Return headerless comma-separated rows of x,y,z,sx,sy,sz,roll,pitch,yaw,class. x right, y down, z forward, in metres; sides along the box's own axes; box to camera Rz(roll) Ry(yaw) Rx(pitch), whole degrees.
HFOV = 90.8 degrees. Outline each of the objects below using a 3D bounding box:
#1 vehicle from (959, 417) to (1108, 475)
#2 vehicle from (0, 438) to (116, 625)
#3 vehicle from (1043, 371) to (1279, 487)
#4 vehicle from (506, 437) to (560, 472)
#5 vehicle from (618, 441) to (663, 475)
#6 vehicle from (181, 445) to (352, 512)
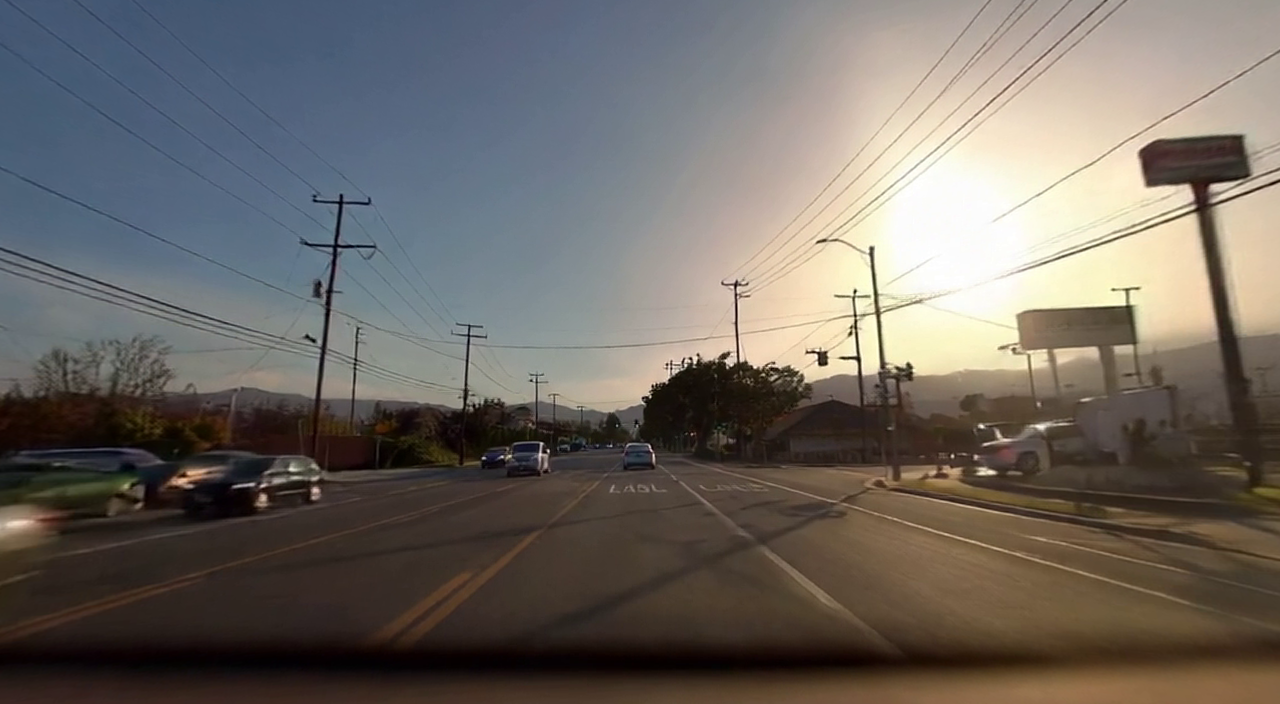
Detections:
14.340,3.503,23.574,2.092,1.881,5.629,-1,-8,2,vehicle
-6.049,1.260,3.880,1.923,1.472,4.342,0,-8,0,vehicle
14.039,2.139,17.031,2.449,2.564,5.877,0,-8,1,vehicle
-6.506,6.295,39.068,2.338,1.934,5.605,0,-8,0,vehicle
0.033,5.228,31.434,2.067,1.547,4.513,0,-8,0,vehicle
-9.689,3.273,16.859,2.073,1.533,4.020,0,-8,0,vehicle
